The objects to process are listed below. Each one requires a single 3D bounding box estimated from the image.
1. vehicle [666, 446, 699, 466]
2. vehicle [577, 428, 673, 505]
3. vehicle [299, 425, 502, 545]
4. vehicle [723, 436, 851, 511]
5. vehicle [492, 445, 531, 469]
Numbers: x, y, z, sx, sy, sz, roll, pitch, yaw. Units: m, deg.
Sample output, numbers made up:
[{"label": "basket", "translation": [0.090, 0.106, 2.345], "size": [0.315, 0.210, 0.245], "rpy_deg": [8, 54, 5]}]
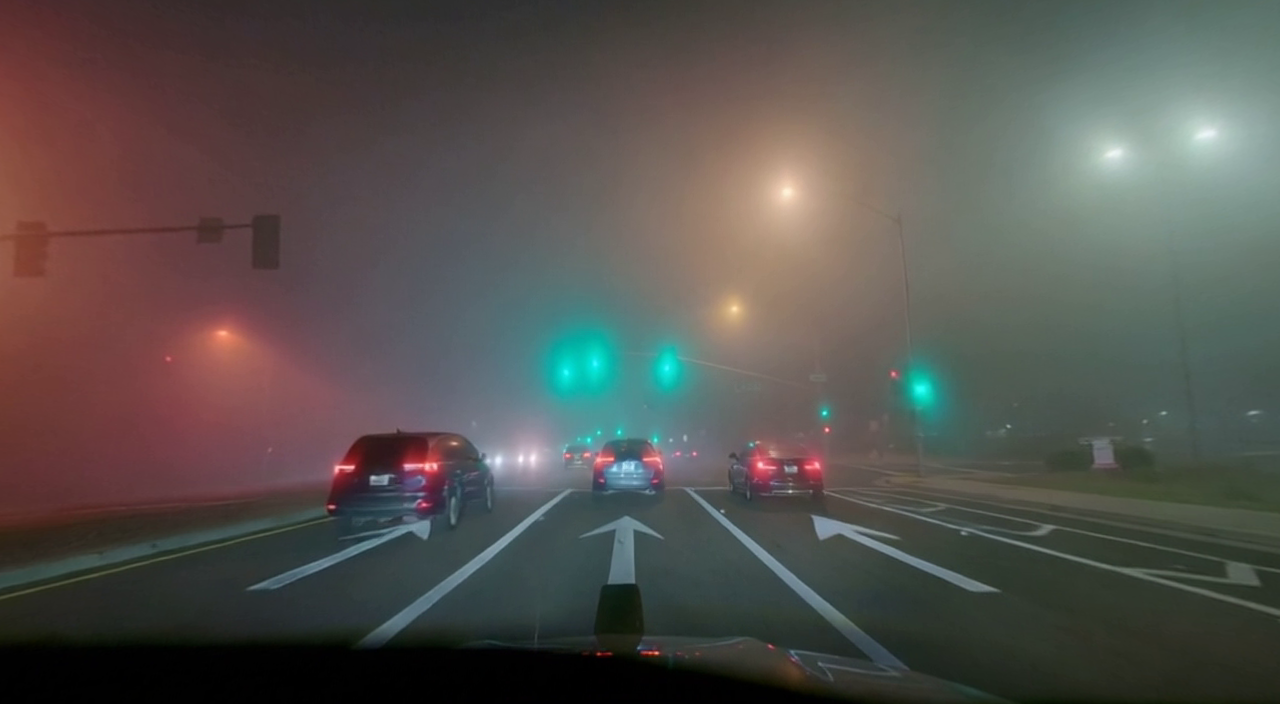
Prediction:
[{"label": "vehicle", "translation": [3.261, 8.126, 49.466], "size": [2.171, 1.469, 4.420], "rpy_deg": [0, -8, -1]}, {"label": "vehicle", "translation": [-0.342, 2.907, 16.419], "size": [2.150, 1.725, 4.096], "rpy_deg": [0, -8, 0]}, {"label": "vehicle", "translation": [-3.722, 2.121, 10.705], "size": [1.823, 1.602, 4.061], "rpy_deg": [0, -8, 0]}, {"label": "vehicle", "translation": [3.342, 2.845, 15.286], "size": [2.068, 1.541, 4.041], "rpy_deg": [0, -8, -1]}, {"label": "vehicle", "translation": [-9.820, 7.997, 48.530], "size": [2.045, 1.730, 4.375], "rpy_deg": [0, -8, 0]}]
